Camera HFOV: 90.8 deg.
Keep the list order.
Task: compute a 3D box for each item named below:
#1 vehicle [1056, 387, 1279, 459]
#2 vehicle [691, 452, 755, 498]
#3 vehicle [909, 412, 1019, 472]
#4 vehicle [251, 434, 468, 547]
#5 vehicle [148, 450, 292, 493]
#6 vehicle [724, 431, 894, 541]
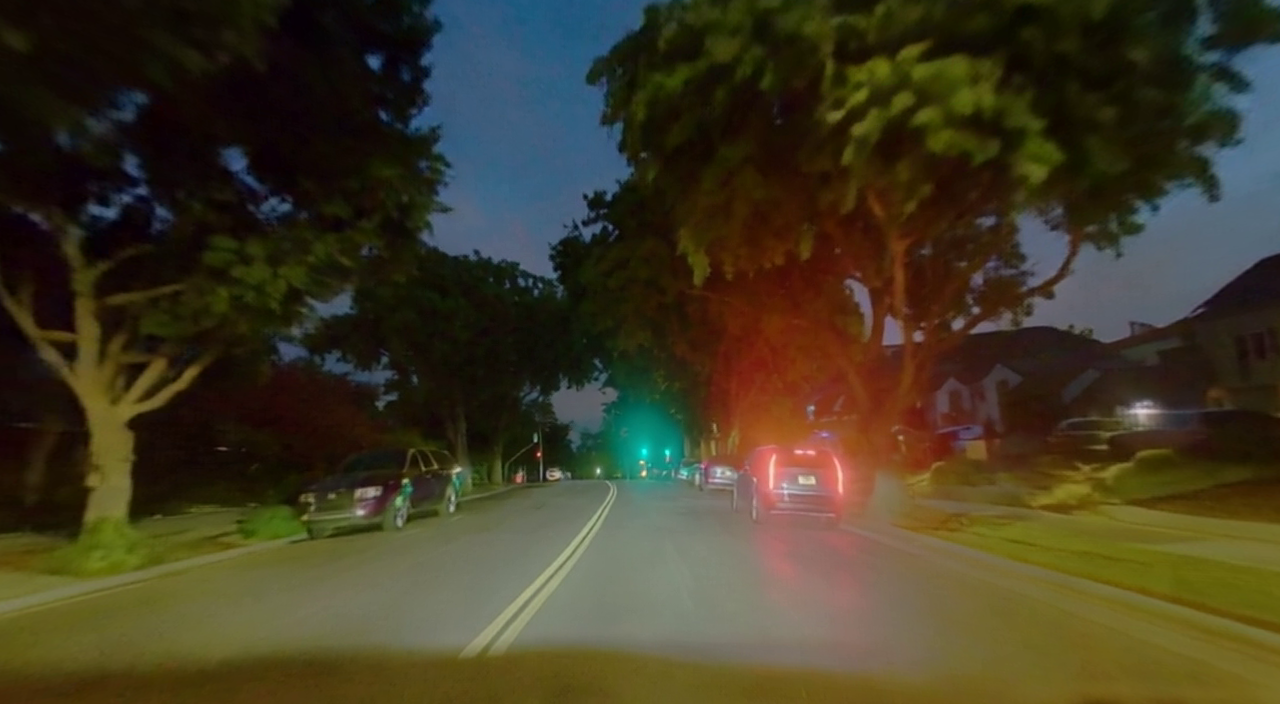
[{"bbox_3d":[13.640,1.881,16.026,4.639,1.634,2.005,-3,-10,16],"label":"vehicle"},{"bbox_3d":[3.305,4.990,26.035,1.970,1.709,4.568,0,-9,-1],"label":"vehicle"},{"bbox_3d":[11.498,3.195,22.276,2.100,1.857,4.611,-9,-12,43],"label":"vehicle"},{"bbox_3d":[-5.178,2.594,12.620,2.155,1.729,4.799,-2,-9,0],"label":"vehicle"},{"bbox_3d":[-15.714,4.450,23.662,4.527,1.466,1.880,-3,-9,16],"label":"vehicle"},{"bbox_3d":[3.199,2.663,13.176,2.229,1.826,4.611,-1,-9,0],"label":"vehicle"}]
